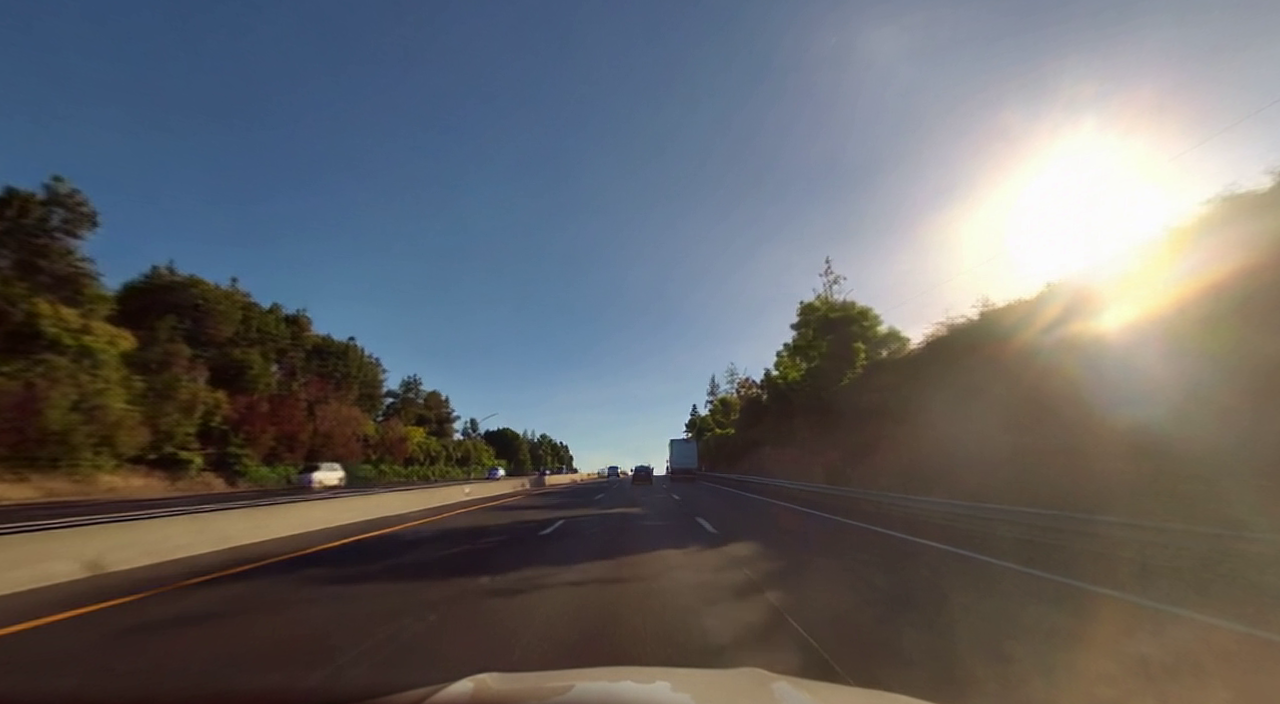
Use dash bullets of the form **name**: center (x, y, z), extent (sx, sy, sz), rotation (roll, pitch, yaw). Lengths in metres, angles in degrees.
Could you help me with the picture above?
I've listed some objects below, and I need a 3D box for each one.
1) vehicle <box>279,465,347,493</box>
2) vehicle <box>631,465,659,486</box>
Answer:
- **vehicle**: center (-18.825, 7.303, 36.464), extent (1.851, 1.518, 3.629), rotation (0, -10, 1)
- **vehicle**: center (0.360, 9.238, 47.193), extent (2.015, 1.478, 3.920), rotation (0, -10, 0)
